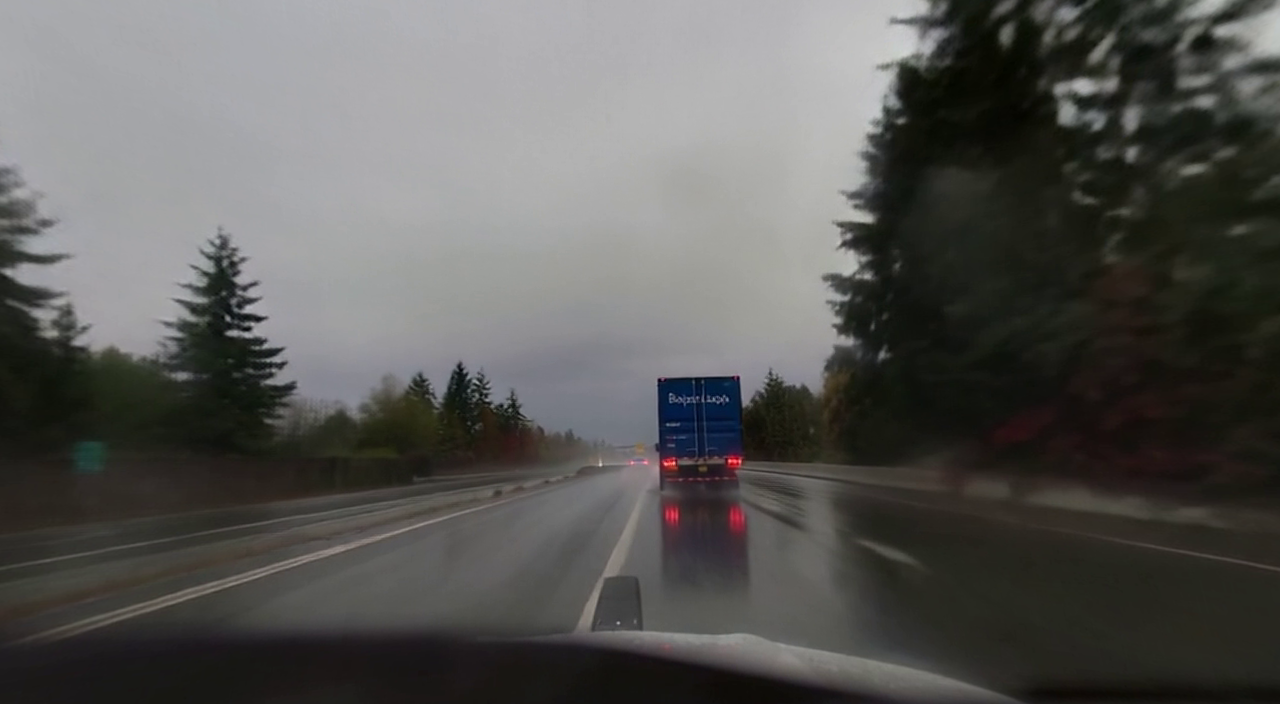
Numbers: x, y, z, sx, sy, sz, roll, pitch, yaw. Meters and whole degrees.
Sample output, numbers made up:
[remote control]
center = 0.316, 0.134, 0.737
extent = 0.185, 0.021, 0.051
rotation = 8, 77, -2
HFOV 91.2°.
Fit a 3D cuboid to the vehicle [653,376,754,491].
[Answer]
[vehicle]
center = 2.592, 4.268, 31.070
extent = 3.537, 4.071, 17.399
rotation = -1, -9, 2
